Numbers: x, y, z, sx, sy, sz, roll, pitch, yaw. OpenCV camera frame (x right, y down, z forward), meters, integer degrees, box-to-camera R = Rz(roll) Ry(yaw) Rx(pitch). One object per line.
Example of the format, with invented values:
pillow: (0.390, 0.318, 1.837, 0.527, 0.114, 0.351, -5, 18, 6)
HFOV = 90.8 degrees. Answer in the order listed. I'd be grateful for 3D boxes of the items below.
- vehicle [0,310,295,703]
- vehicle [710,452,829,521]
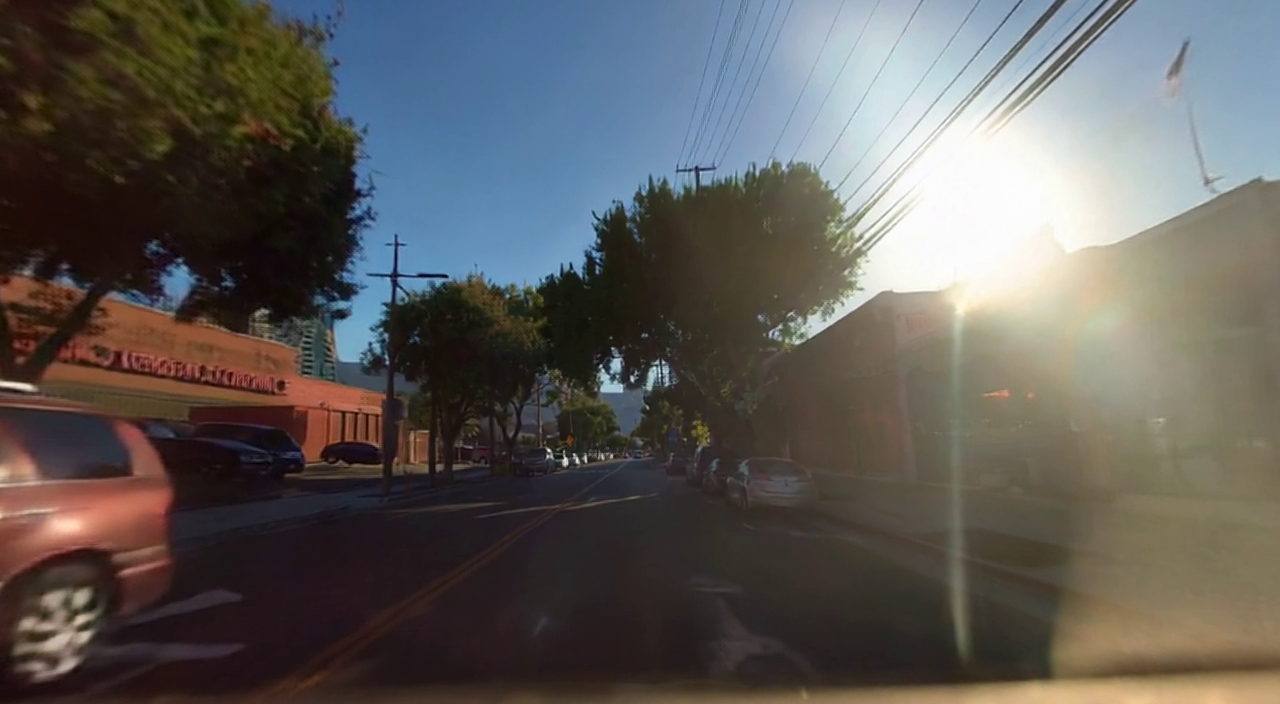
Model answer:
vehicle: (-4.018, 0.788, 2.544, 2.495, 1.966, 4.846, 0, -8, 0)
vehicle: (2.923, 3.112, 15.177, 1.877, 1.373, 3.854, 0, -8, -3)
